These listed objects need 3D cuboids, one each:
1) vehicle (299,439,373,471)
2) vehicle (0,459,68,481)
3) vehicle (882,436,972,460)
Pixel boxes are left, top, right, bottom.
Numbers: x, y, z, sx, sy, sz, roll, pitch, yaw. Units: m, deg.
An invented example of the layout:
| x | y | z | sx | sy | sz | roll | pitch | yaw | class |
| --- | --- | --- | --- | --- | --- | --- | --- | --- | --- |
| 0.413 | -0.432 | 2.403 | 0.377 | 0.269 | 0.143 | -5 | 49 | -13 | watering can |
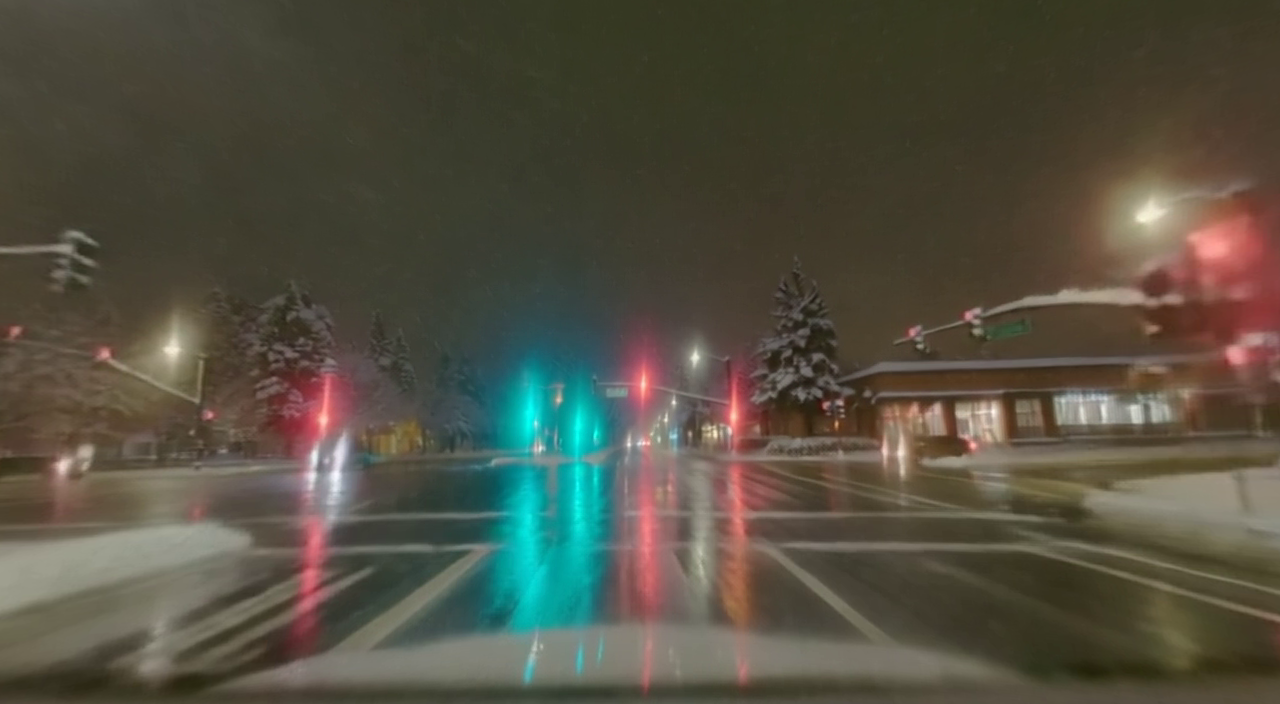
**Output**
| x | y | z | sx | sy | sz | roll | pitch | yaw | class |
| --- | --- | --- | --- | --- | --- | --- | --- | --- | --- |
| -19.097 | 6.479 | 39.862 | 2.010 | 1.833 | 5.365 | -1 | -8 | 0 | vehicle |
| -42.787 | 8.166 | 43.563 | 4.447 | 1.431 | 1.844 | 0 | -8 | -1 | vehicle |
| 17.687 | 5.928 | 38.935 | 4.583 | 1.426 | 1.892 | 0 | -8 | -2 | vehicle |
